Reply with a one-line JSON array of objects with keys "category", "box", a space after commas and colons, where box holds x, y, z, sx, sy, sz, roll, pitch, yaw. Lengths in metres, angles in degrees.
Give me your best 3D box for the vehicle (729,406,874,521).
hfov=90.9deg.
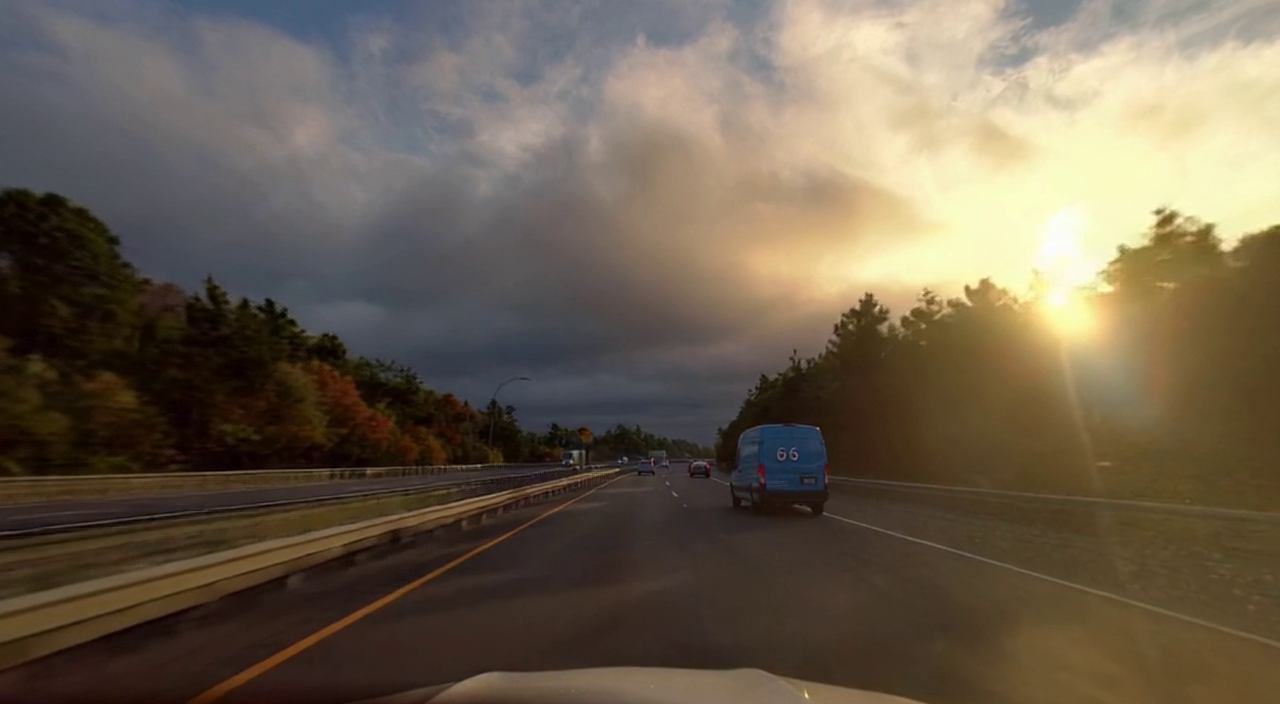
[{"category": "vehicle", "box": [4.096, 3.082, 17.360, 2.366, 2.595, 5.793, 1, -11, -1]}]
